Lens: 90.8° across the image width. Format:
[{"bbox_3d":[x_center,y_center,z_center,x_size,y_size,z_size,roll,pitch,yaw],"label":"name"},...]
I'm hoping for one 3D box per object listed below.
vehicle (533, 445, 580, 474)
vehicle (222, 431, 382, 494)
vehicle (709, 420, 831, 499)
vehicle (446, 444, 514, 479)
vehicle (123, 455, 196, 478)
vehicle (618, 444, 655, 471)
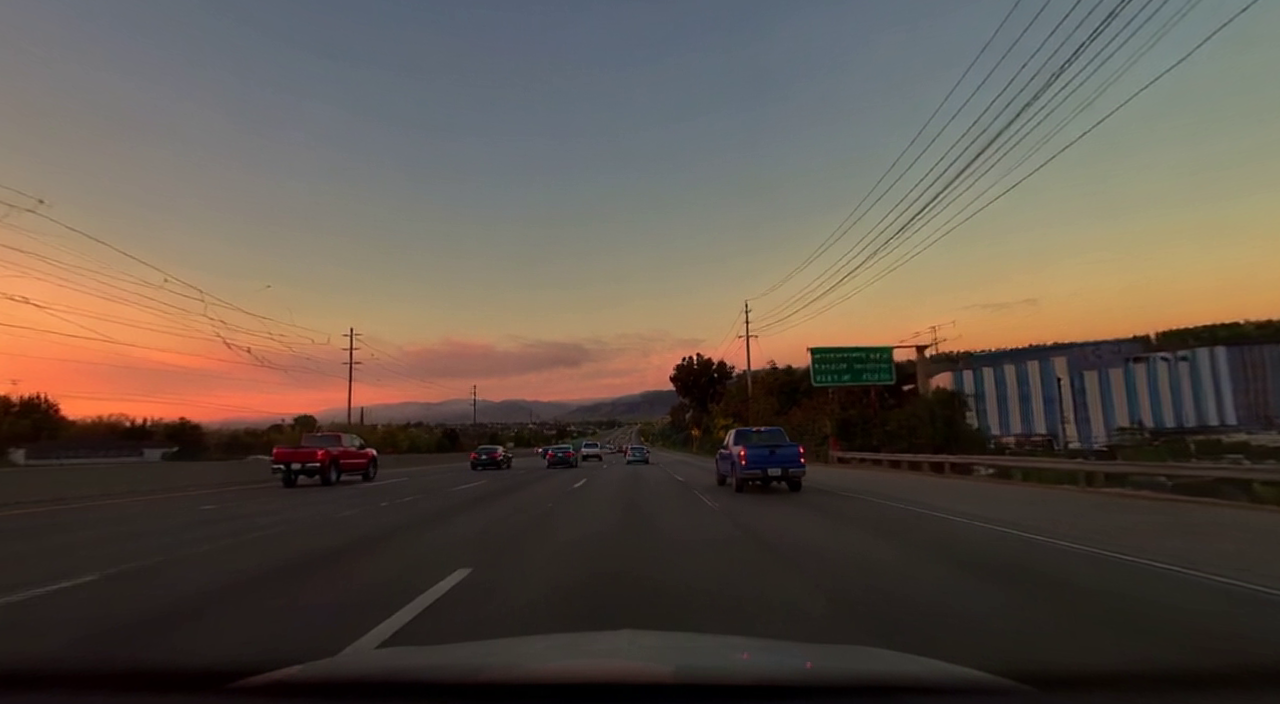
[{"bbox_3d":[-4.416,5.749,33.991,1.938,1.444,4.206,0,-8,0],"label":"vehicle"},{"bbox_3d":[-11.394,3.784,22.037,2.317,1.881,5.903,0,-8,0],"label":"vehicle"},{"bbox_3d":[3.468,3.008,18.055,2.231,1.919,5.086,0,-8,-2],"label":"vehicle"},{"bbox_3d":[-7.417,5.086,29.788,1.959,1.496,4.740,0,-8,0],"label":"vehicle"},{"bbox_3d":[-34.361,8.186,45.344,1.809,1.480,4.444,0,-9,0],"label":"vehicle"},{"bbox_3d":[-0.232,6.193,37.400,2.030,1.471,4.115,0,-8,-1],"label":"vehicle"}]
